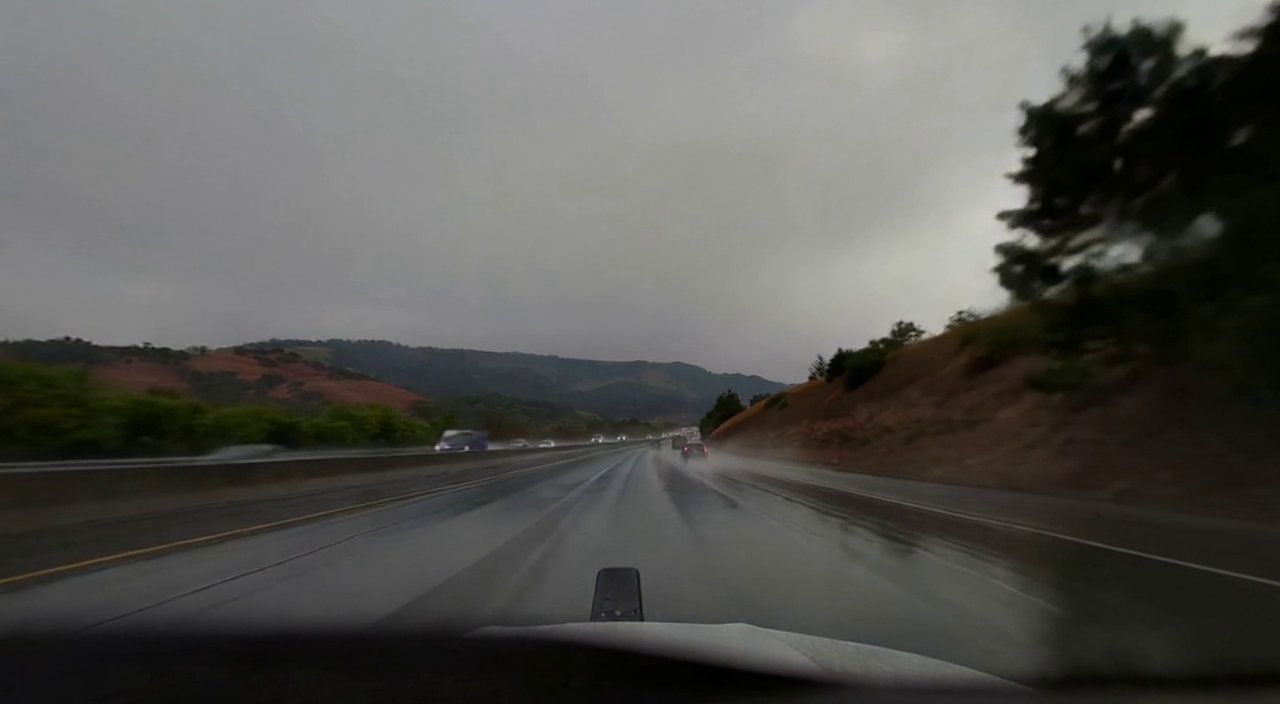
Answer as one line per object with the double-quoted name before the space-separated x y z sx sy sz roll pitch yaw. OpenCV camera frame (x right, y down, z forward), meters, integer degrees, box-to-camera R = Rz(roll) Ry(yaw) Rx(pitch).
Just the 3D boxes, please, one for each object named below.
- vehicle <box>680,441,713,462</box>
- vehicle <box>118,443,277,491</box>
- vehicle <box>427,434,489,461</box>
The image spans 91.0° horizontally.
"vehicle" 4.121 7.369 46.620 1.943 1.490 4.246 0 -8 -1
"vehicle" -14.946 3.873 21.683 1.942 1.449 4.688 0 -8 2
"vehicle" -13.833 7.332 48.401 2.671 1.976 6.166 -1 -8 3
